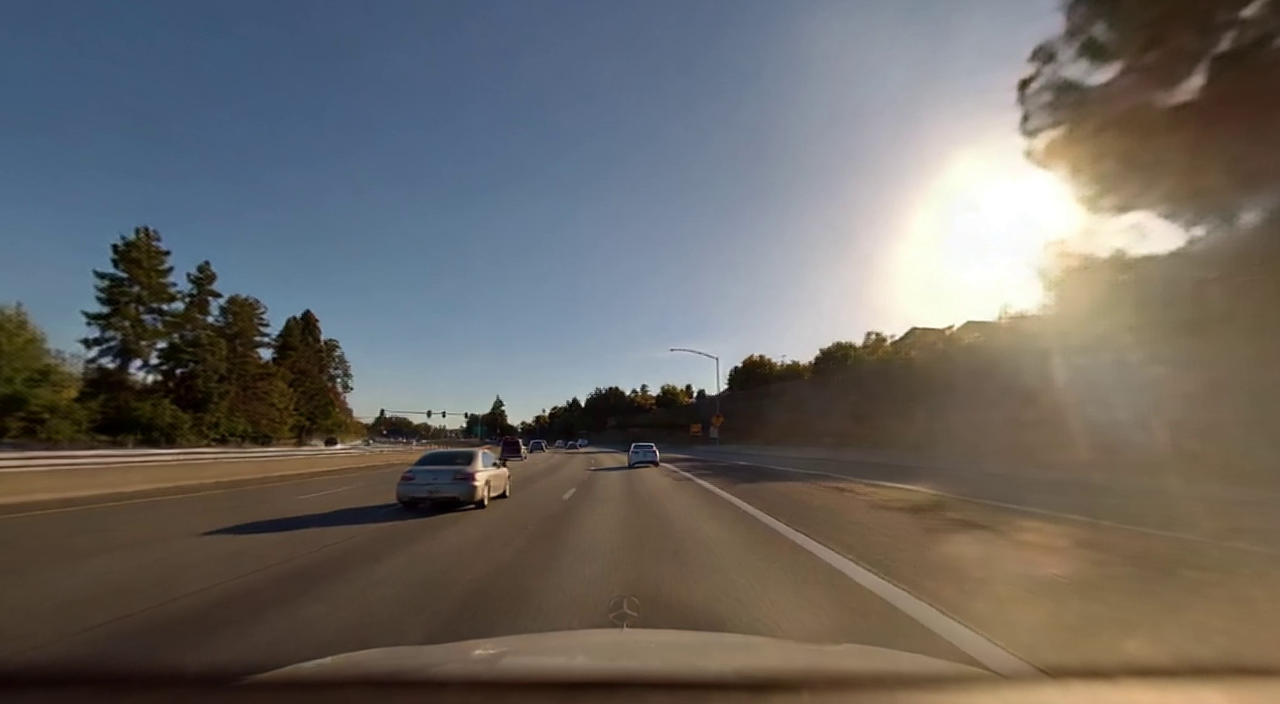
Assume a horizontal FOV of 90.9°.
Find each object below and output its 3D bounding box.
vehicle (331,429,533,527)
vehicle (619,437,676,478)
[{"bbox_3d":[-3.667,2.341,12.352,2.246,1.519,4.980,0,-9,0],"label":"vehicle"},{"bbox_3d":[0.211,4.078,24.633,2.051,1.444,3.927,0,-9,-2],"label":"vehicle"}]
